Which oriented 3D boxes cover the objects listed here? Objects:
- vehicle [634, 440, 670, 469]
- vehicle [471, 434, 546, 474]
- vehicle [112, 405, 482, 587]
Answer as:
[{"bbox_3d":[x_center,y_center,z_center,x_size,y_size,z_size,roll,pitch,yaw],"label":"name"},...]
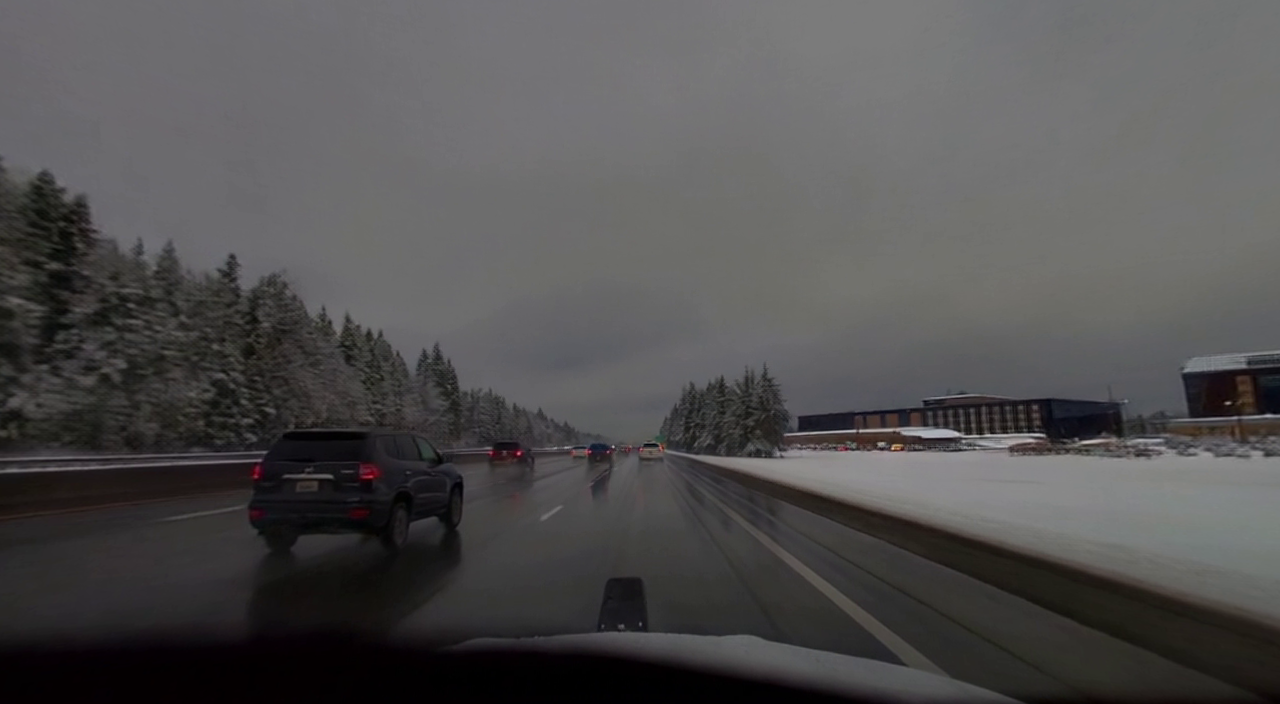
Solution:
[{"bbox_3d":[0.700,6.347,39.247,2.135,1.697,4.757,0,-8,0],"label":"vehicle"},{"bbox_3d":[-6.766,5.359,33.323,2.521,1.901,5.988,0,-8,2],"label":"vehicle"},{"bbox_3d":[-3.884,1.727,8.497,2.136,1.718,4.873,0,-8,2],"label":"vehicle"}]
